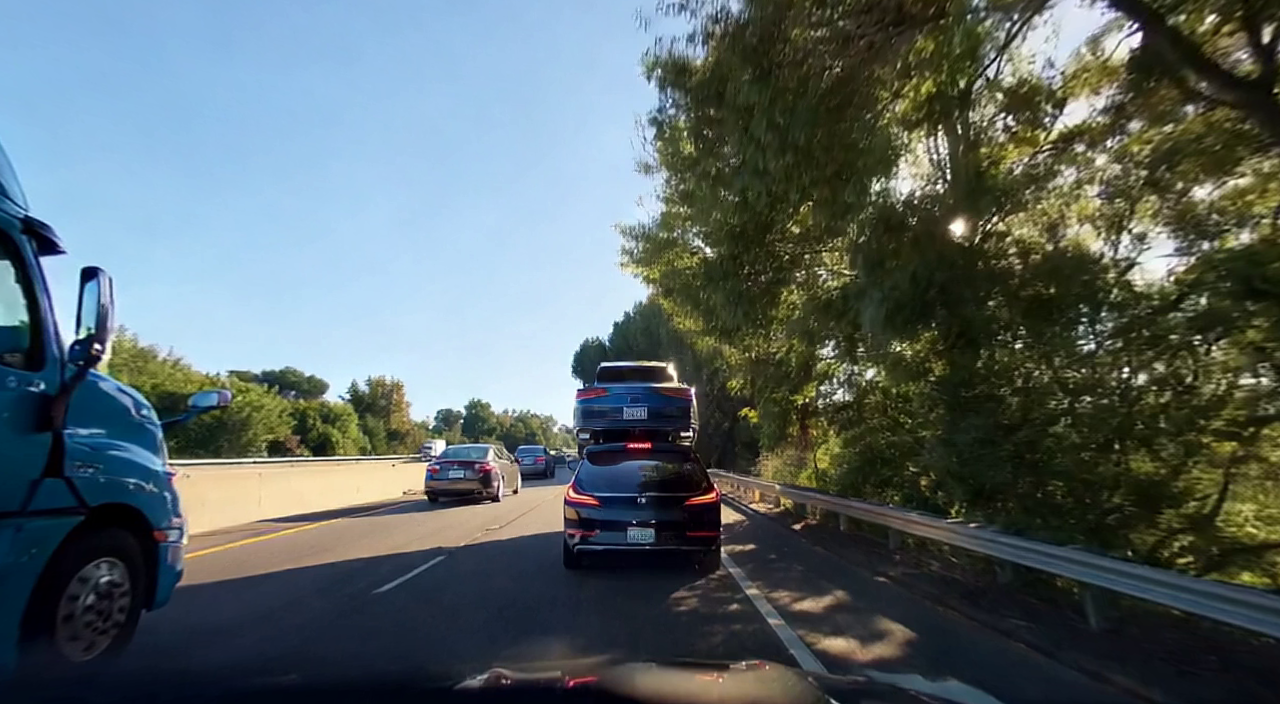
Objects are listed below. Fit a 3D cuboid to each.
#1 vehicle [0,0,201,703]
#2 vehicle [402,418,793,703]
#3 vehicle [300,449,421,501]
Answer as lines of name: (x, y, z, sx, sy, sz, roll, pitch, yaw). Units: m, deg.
vehicle: (-4.489, -0.329, 1.093, 2.963, 3.836, 6.016, 0, -9, -1)
vehicle: (-0.254, 1.367, 4.996, 1.991, 1.507, 3.391, 0, -9, -1)
vehicle: (-8.775, 3.866, 20.311, 1.834, 1.469, 4.362, 0, -9, 1)
